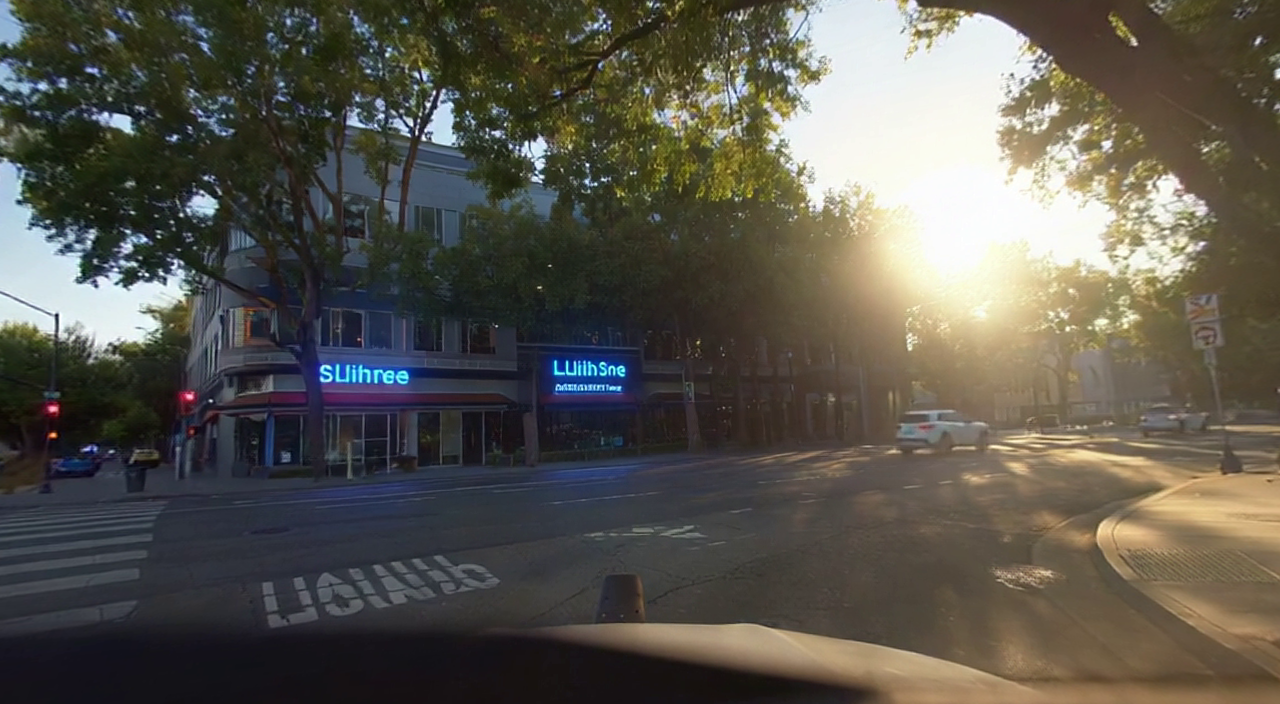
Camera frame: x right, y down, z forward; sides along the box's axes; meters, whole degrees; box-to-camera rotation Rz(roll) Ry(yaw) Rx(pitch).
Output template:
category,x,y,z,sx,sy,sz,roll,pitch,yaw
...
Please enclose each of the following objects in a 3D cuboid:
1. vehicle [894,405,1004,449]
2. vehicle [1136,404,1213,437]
category,x,y,z,sx,sy,sz,roll,pitch,yaw
vehicle,13.643,3.370,27.836,4.689,1.758,2.146,5,-10,-33
vehicle,29.447,3.812,34.771,4.377,1.624,1.953,5,-10,-33
